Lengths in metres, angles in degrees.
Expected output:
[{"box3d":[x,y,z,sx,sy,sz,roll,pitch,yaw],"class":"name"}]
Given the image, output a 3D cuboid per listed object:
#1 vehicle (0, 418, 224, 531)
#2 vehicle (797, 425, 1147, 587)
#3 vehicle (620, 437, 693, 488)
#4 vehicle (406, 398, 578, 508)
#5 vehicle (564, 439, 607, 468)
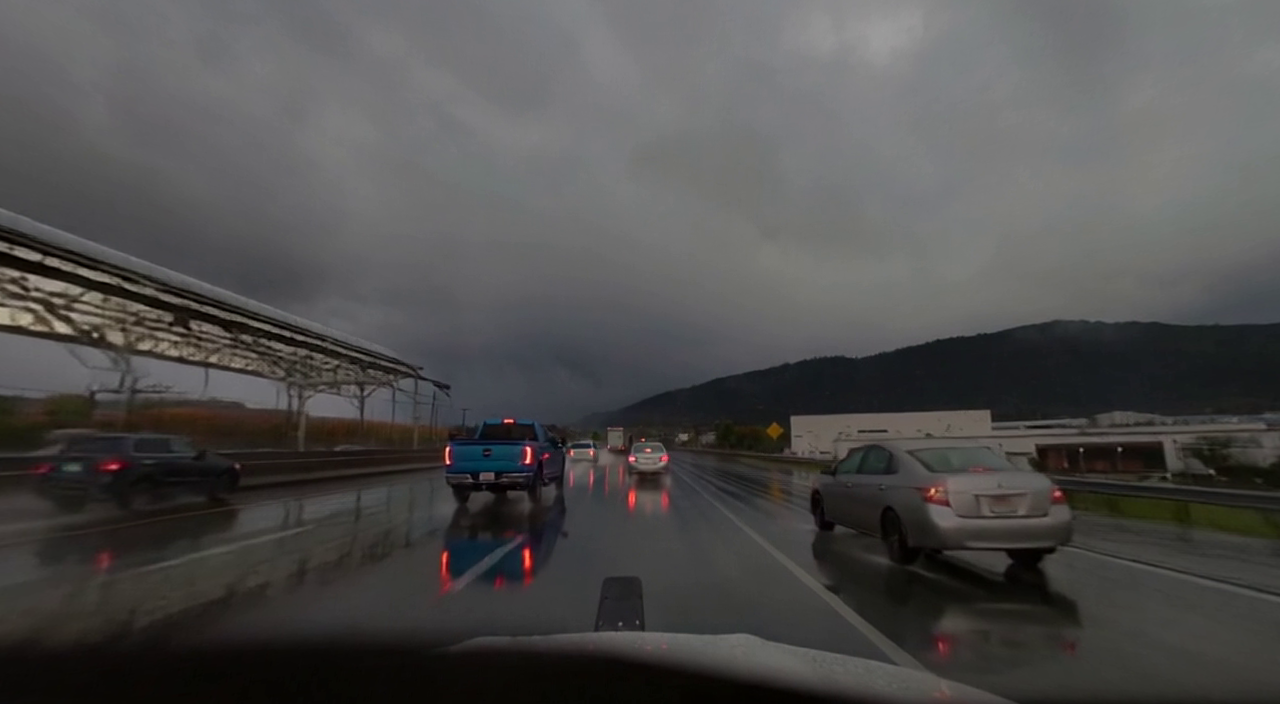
[{"box3d":[-10.657,2.243,12.114,2.137,1.728,4.665,0,-8,-1],"class":"vehicle"},{"box3d":[3.751,1.816,8.411,2.023,1.510,4.773,0,-8,-1],"class":"vehicle"},{"box3d":[0.459,3.625,20.949,2.171,1.493,4.081,0,-8,-1],"class":"vehicle"},{"box3d":[-3.352,2.564,16.290,2.733,2.230,6.820,0,-8,0],"class":"vehicle"},{"box3d":[-3.255,6.206,38.716,2.151,1.613,4.786,0,-8,1],"class":"vehicle"}]
